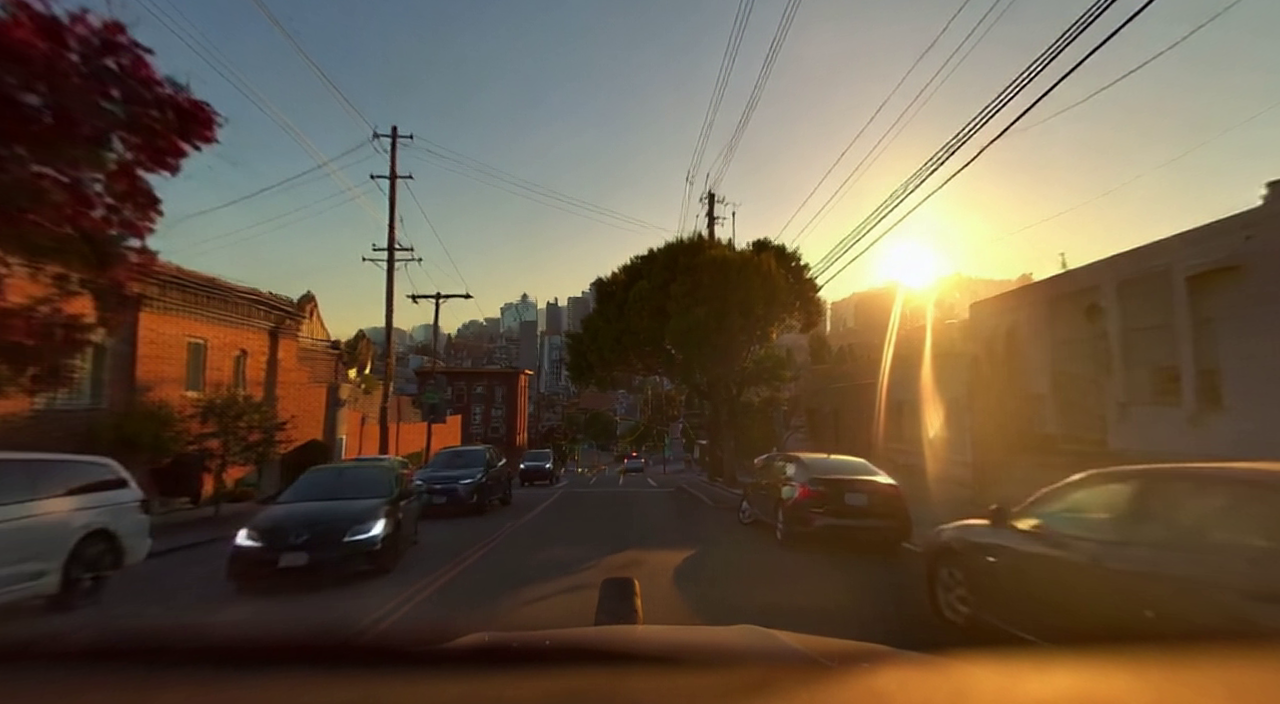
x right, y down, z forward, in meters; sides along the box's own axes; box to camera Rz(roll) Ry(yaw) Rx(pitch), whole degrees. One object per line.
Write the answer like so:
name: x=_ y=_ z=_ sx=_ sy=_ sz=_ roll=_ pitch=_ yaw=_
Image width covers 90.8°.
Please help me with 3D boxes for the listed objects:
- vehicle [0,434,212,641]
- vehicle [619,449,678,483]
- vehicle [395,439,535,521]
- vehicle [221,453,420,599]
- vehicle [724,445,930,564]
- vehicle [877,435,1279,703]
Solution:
vehicle: x=-7.001 y=1.712 z=5.812 sx=2.263 sy=1.882 sz=5.706 roll=0 pitch=-9 yaw=-2
vehicle: x=0.547 y=6.266 z=35.152 sx=2.059 sy=1.736 sz=3.994 roll=-4 pitch=-9 yaw=21
vehicle: x=-4.416 y=3.306 z=16.921 sx=2.236 sy=1.834 sz=4.743 roll=-1 pitch=-9 yaw=2
vehicle: x=-4.916 y=2.287 z=9.423 sx=1.994 sy=1.510 sz=4.802 roll=5 pitch=-10 yaw=-32
vehicle: x=2.733 y=2.330 z=10.492 sx=1.913 sy=1.509 sz=4.436 roll=0 pitch=-9 yaw=-2
vehicle: x=3.142 y=1.174 z=3.142 sx=1.946 sy=1.474 sz=4.710 roll=0 pitch=-9 yaw=-2
